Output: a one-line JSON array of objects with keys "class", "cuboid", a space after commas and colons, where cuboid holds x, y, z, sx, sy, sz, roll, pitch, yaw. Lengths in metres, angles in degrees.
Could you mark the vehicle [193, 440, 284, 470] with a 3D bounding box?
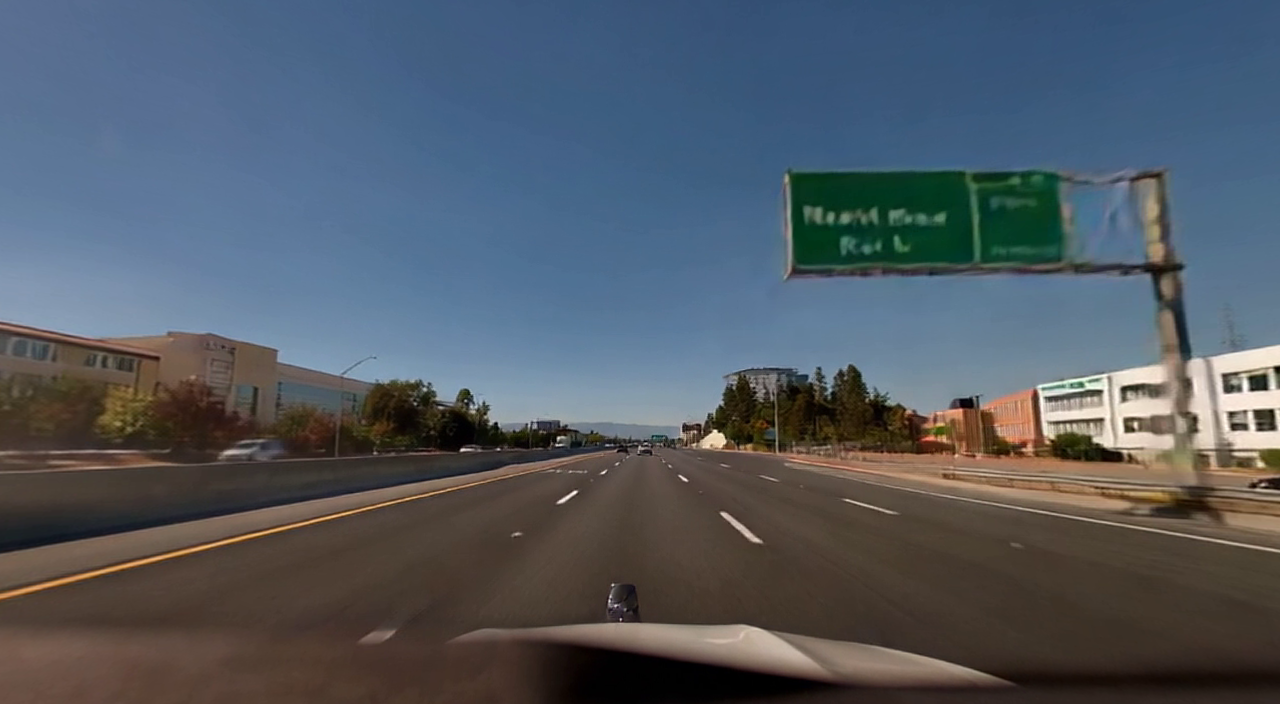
[{"class": "vehicle", "cuboid": [-27.480, 7.077, 43.429, 2.244, 1.913, 5.868, 0, -9, 1]}]
